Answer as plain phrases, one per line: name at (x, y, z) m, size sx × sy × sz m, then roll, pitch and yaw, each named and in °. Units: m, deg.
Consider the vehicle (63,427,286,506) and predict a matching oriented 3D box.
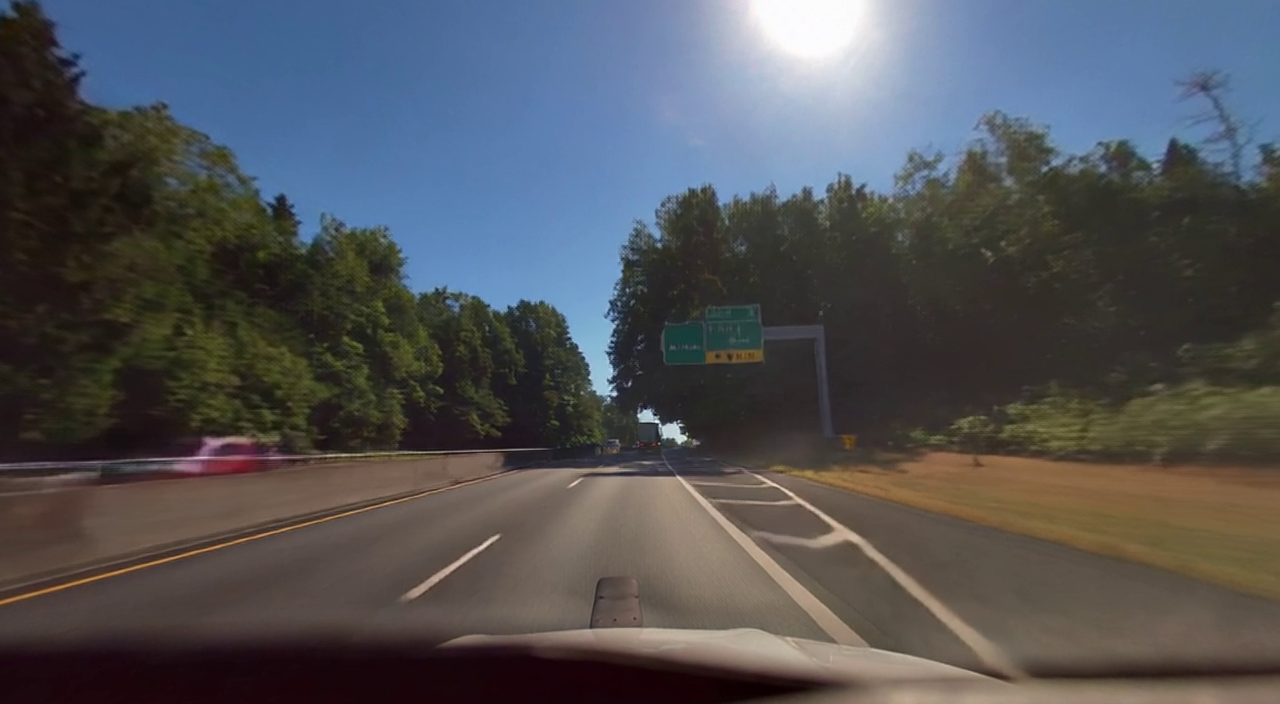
vehicle at (-11.248, 2.769, 15.791) m, size 2.053 × 1.638 × 4.747 m, roll 0°, pitch -8°, yaw -2°
